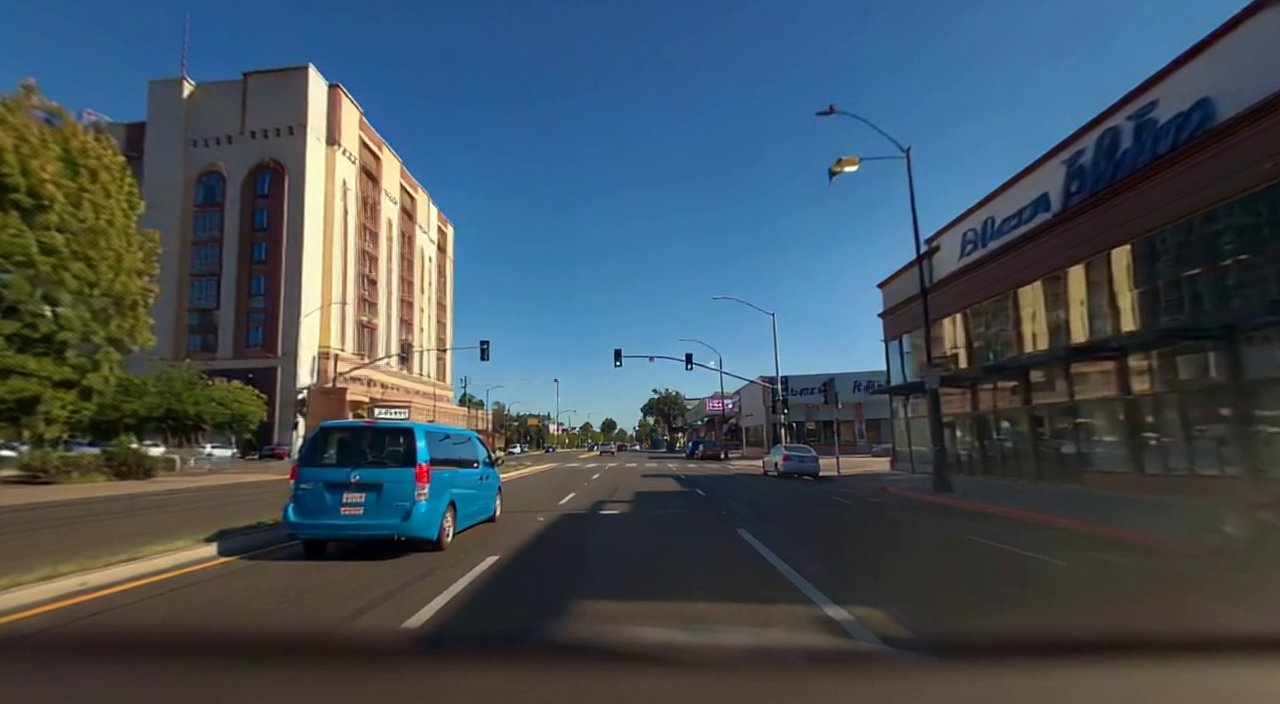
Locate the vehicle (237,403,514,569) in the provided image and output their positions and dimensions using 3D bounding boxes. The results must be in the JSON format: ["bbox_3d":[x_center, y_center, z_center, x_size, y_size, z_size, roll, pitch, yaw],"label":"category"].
[{"bbox_3d":[-3.158,1.685,8.551,2.080,1.722,3.766,0,-8,1],"label":"vehicle"}]

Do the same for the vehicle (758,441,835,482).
[{"bbox_3d":[6.423,4.521,26.422,1.967,1.534,4.683,0,-8,-1],"label":"vehicle"}]
